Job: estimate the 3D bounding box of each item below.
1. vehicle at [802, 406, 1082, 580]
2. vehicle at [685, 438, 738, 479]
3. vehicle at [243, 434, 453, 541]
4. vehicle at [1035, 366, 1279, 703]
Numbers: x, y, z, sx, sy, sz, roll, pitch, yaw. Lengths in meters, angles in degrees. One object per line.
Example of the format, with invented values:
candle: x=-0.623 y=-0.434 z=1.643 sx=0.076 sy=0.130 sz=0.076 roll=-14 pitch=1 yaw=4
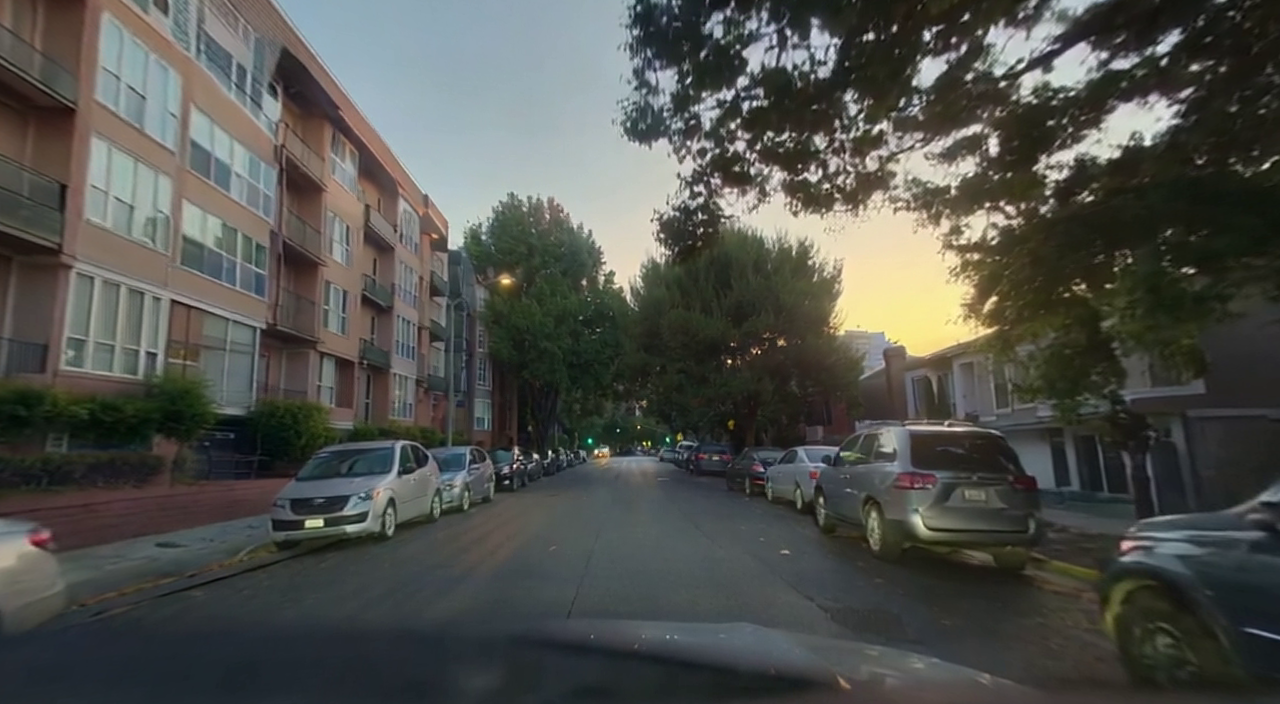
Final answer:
vehicle: x=3.834 y=1.849 z=9.146 sx=1.911 sy=1.835 sz=4.599 roll=0 pitch=-8 yaw=2
vehicle: x=3.374 y=5.136 z=30.831 sx=1.912 sy=1.781 sz=5.159 roll=0 pitch=-8 yaw=-1
vehicle: x=-5.232 y=2.413 z=12.002 sx=2.274 sy=1.679 sz=3.639 roll=0 pitch=-8 yaw=-1
vehicle: x=3.728 y=0.815 z=1.944 sx=1.886 sy=1.727 sz=4.678 roll=0 pitch=-8 yaw=-1
